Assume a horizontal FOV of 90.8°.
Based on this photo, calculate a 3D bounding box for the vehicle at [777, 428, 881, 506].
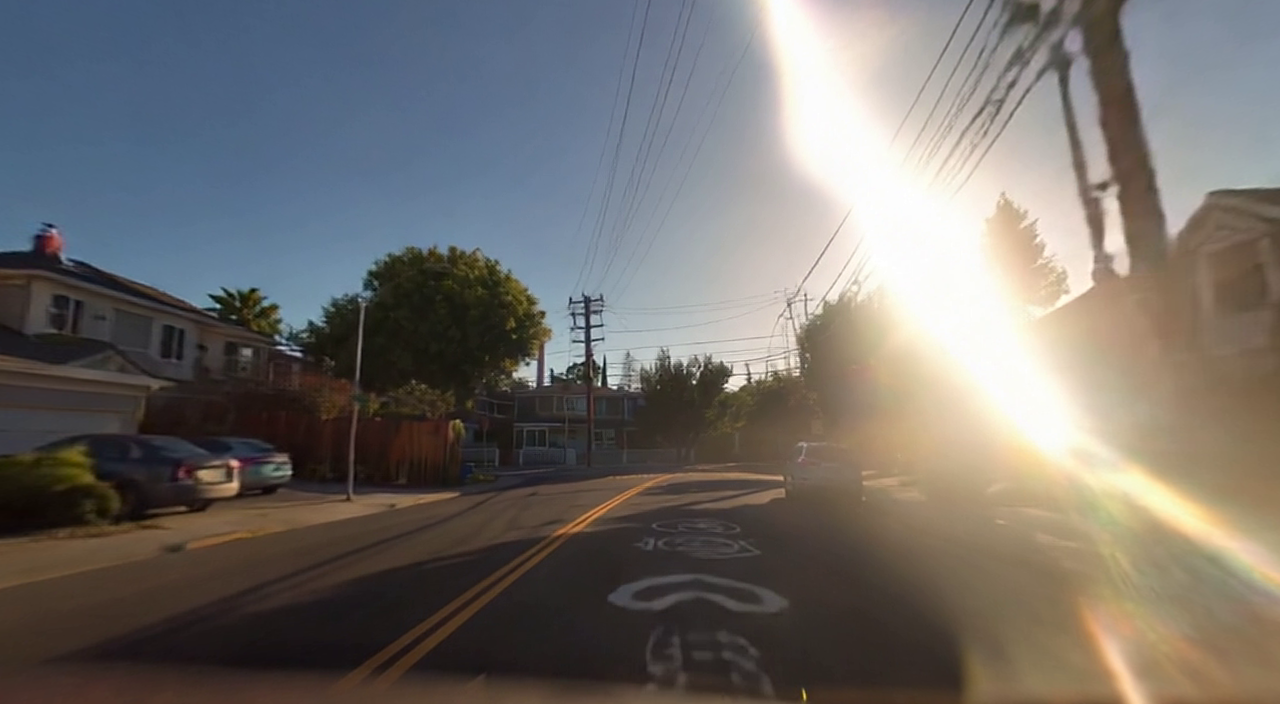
[{"bbox_3d":[5.075,3.126,17.630,2.070,1.847,4.457,-1,-8,8],"label":"vehicle"}]

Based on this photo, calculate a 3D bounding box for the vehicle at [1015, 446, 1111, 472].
[{"bbox_3d":[25.486,6.482,38.209,4.322,1.499,1.927,-3,-9,15],"label":"vehicle"}]

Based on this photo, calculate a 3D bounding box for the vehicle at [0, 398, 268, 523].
[{"bbox_3d":[-11.370,2.272,13.716,5.228,2.041,2.023,4,-8,6],"label":"vehicle"}]
